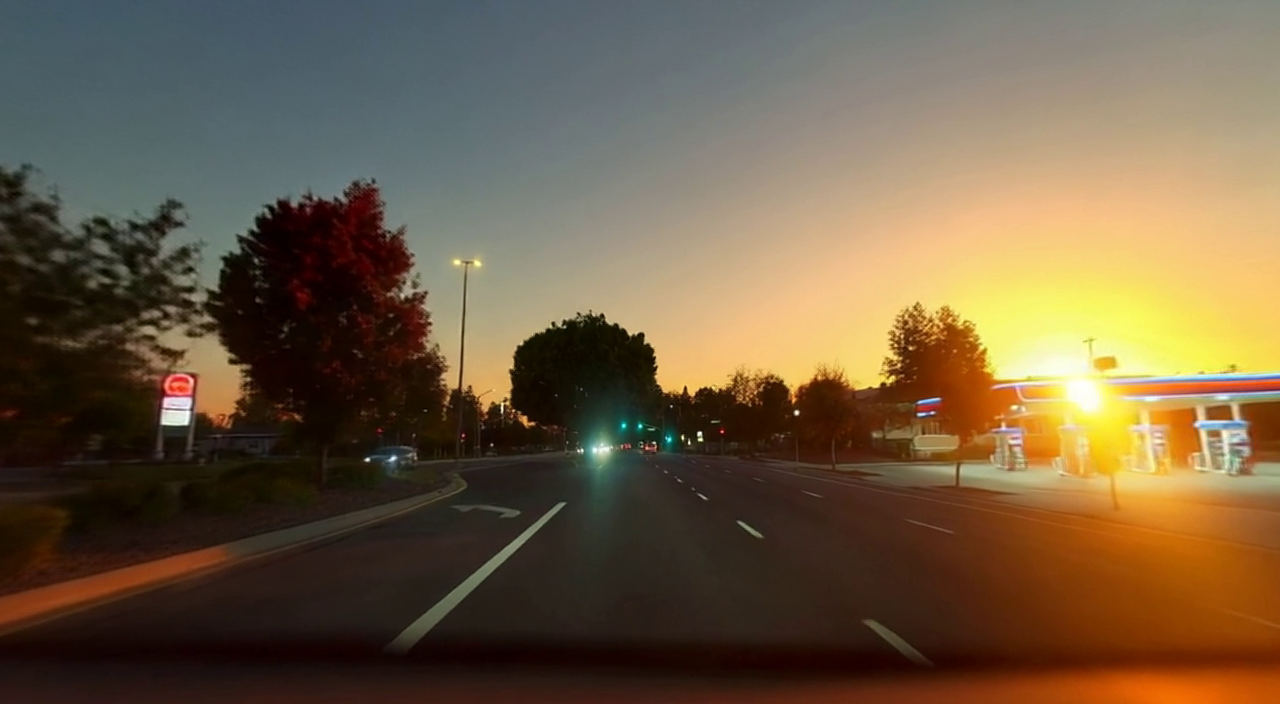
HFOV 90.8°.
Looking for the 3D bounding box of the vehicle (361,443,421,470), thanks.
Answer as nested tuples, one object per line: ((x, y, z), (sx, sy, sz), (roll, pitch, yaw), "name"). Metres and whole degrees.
((-15.760, 6.625, 40.219), (1.916, 1.620, 4.408), (0, -8, 1), "vehicle")

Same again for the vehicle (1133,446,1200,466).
((39.004, 7.701, 46.881), (1.653, 1.421, 3.632), (0, -9, -4), "vehicle")

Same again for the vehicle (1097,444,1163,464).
((36.545, 7.619, 47.225), (1.665, 1.442, 3.759), (1, -8, -4), "vehicle")

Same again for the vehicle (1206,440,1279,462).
((45.297, 7.357, 47.257), (1.825, 1.570, 4.351), (0, -8, 0), "vehicle")

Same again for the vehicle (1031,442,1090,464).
((30.883, 7.462, 46.486), (1.591, 1.491, 4.005), (-2, -9, 1), "vehicle")
